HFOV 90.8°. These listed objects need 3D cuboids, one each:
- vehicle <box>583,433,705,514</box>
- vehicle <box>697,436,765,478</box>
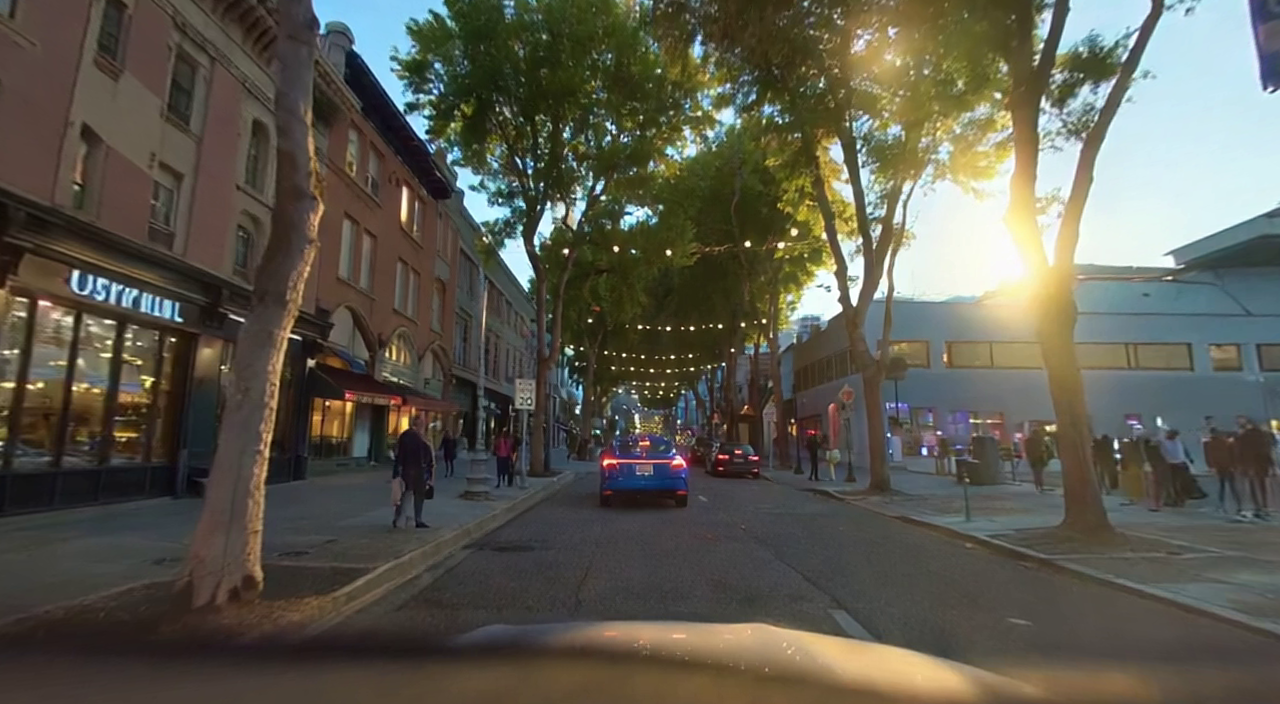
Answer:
[{"bbox_3d":[0.055,2.575,13.866,2.261,1.474,4.130,0,-8,-1],"label":"vehicle"},{"bbox_3d":[3.575,4.226,25.712,2.025,1.523,4.426,0,-8,-1],"label":"vehicle"}]
